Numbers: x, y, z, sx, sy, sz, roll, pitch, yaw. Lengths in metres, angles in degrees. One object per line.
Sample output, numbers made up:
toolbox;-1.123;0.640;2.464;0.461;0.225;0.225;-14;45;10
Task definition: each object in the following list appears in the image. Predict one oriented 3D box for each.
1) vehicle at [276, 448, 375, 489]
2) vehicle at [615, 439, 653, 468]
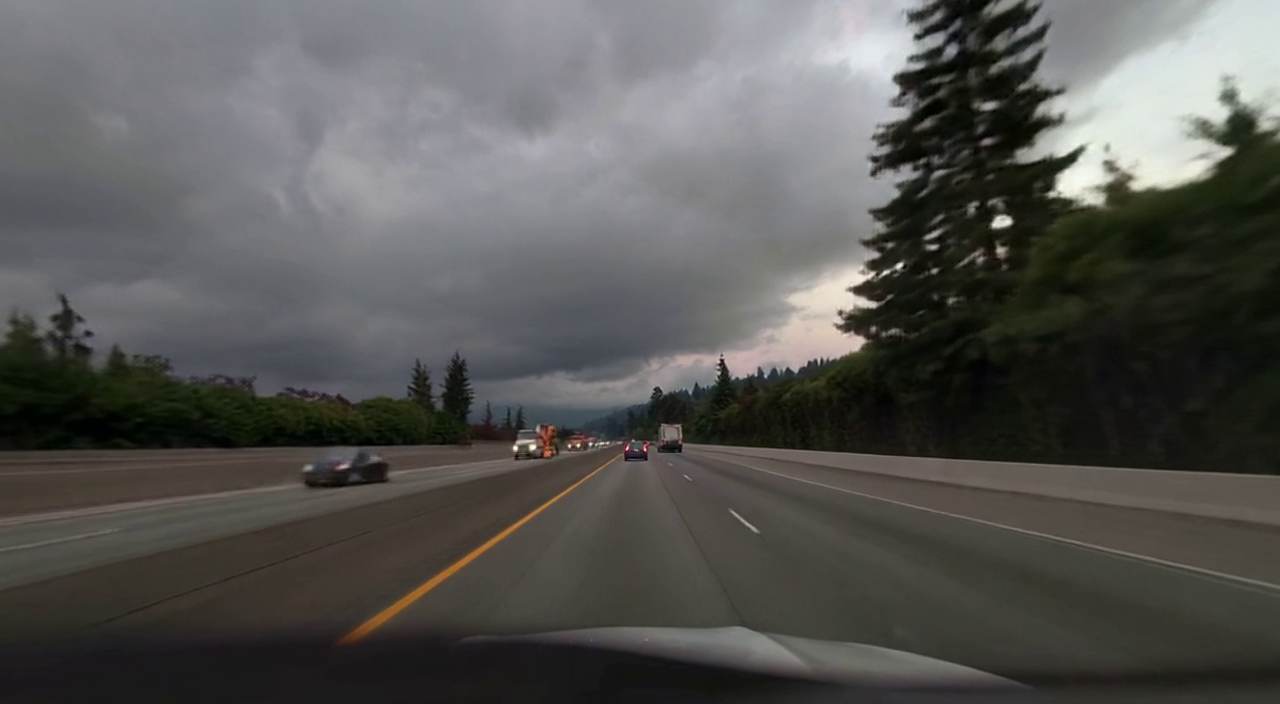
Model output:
vehicle;-12.914;4.771;26.131;1.971;1.494;4.109;-1;-8;0
vehicle;-0.329;5.658;35.288;2.004;1.472;4.075;0;-8;0
